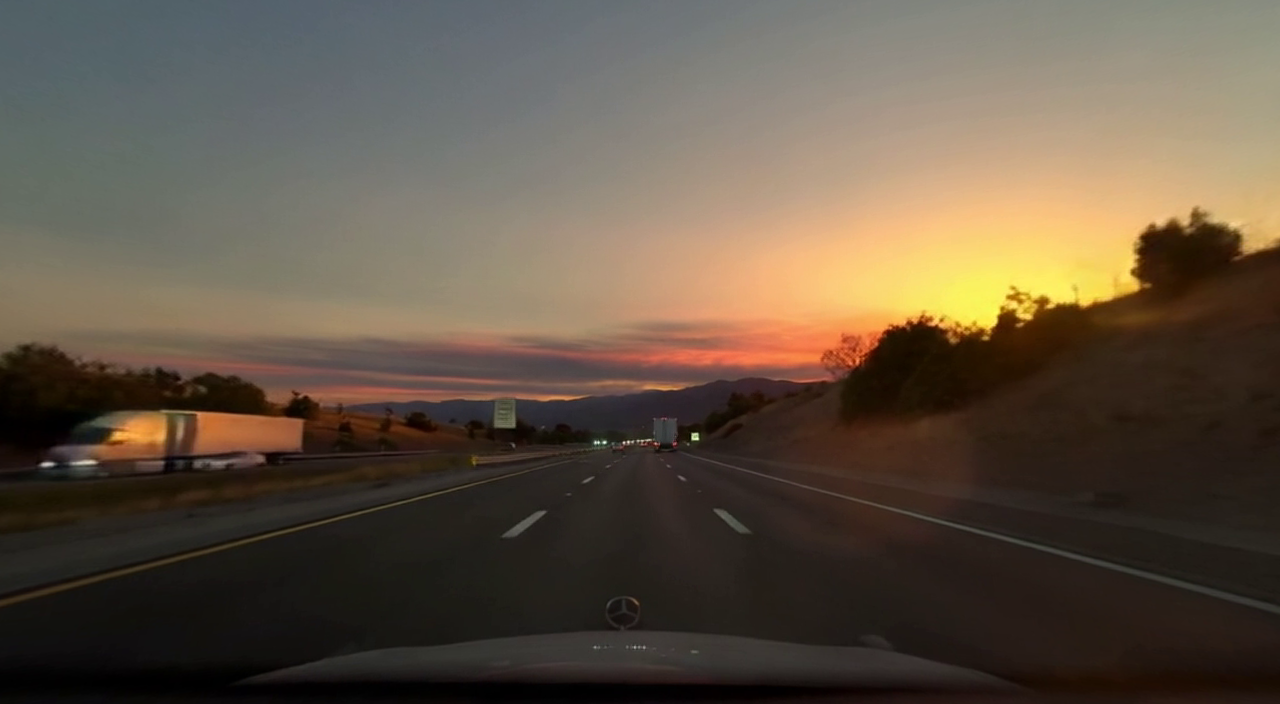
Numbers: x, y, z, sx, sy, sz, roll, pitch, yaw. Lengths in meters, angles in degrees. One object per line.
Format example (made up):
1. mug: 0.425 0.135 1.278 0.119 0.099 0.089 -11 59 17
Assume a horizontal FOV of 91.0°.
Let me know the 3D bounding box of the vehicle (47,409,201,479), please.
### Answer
1. vehicle: -32.187 5.836 39.869 2.971 3.991 7.701 0 -9 0

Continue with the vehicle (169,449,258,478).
1. vehicle: -25.696 6.698 38.209 1.910 1.574 4.814 0 -9 2
